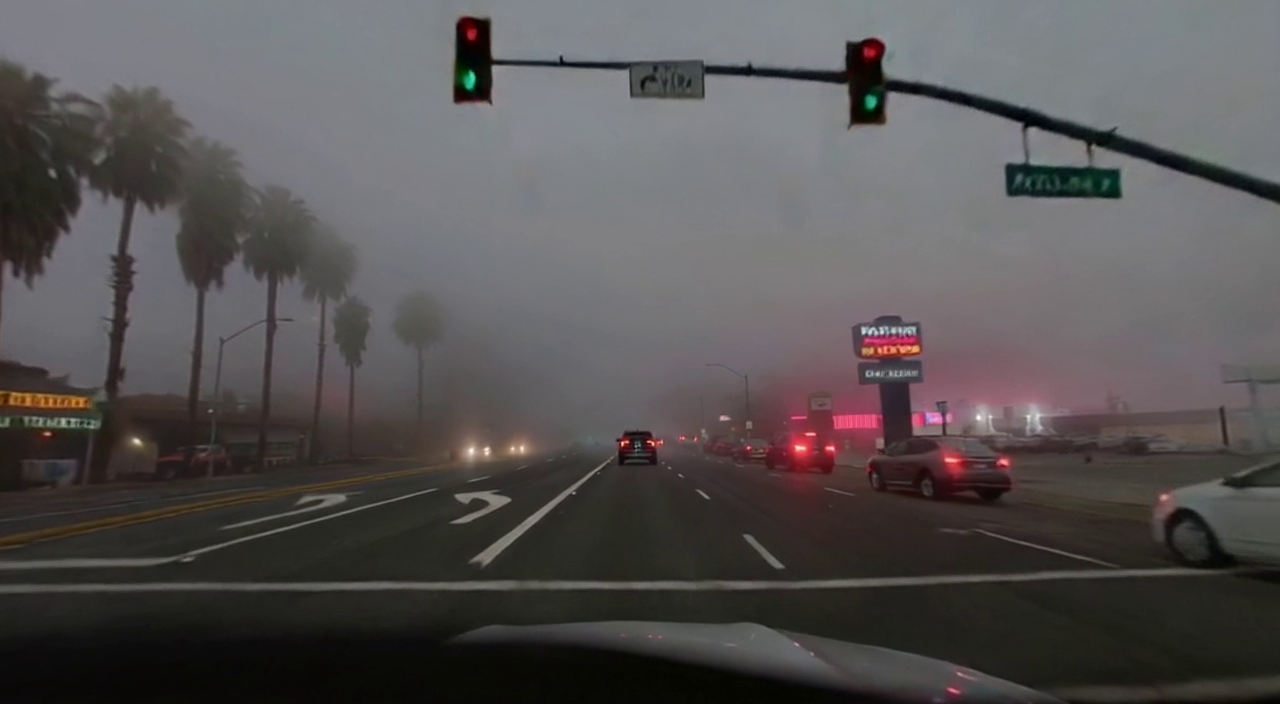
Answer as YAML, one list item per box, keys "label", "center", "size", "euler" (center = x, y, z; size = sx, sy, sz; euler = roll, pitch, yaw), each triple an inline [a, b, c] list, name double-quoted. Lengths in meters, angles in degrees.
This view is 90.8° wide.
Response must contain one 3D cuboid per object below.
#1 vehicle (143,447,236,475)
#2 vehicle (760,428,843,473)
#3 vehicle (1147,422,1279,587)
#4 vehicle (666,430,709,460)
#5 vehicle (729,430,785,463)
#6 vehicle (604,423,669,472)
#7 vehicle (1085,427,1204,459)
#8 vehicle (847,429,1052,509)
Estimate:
- label: "vehicle"
  center: [-27.884, 6.752, 39.238]
  size: [4.139, 1.702, 2.040]
  euler: [0, -8, -2]
- label: "vehicle"
  center: [6.526, 4.056, 26.167]
  size: [2.100, 1.675, 4.536]
  euler: [0, -8, -2]
- label: "vehicle"
  center: [6.683, 1.241, 4.799]
  size: [1.902, 1.461, 4.428]
  euler: [0, -8, -2]
- label: "vehicle"
  center: [2.913, 5.857, 39.854]
  size: [2.187, 1.777, 4.444]
  euler: [0, -8, -2]
- label: "vehicle"
  center: [6.401, 5.258, 35.143]
  size: [2.001, 1.692, 4.800]
  euler: [0, -8, -2]
- label: "vehicle"
  center: [-0.170, 3.977, 26.364]
  size: [2.428, 1.816, 4.959]
  euler: [0, -8, -1]
- label: "vehicle"
  center: [28.633, 5.174, 35.957]
  size: [4.839, 1.758, 2.257]
  euler: [0, -8, -3]
- label: "vehicle"
  center: [6.603, 2.550, 14.339]
  size: [2.038, 1.476, 5.032]
  euler: [0, -8, -1]
